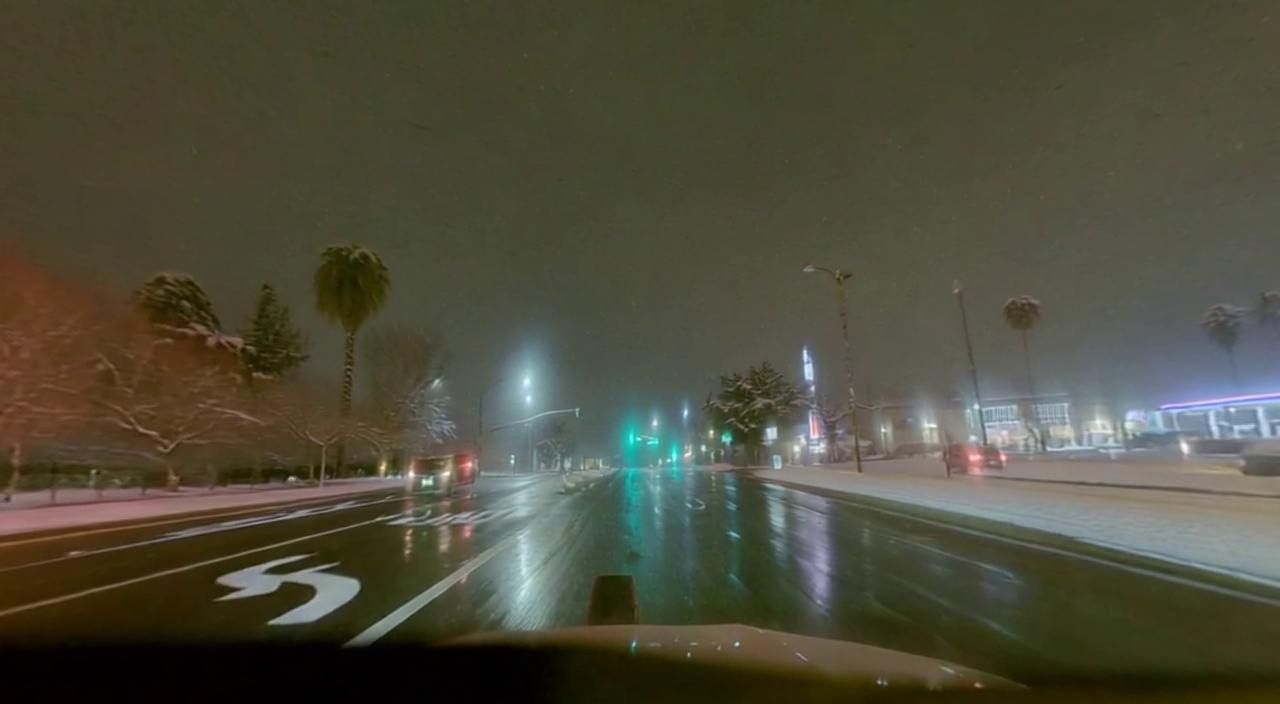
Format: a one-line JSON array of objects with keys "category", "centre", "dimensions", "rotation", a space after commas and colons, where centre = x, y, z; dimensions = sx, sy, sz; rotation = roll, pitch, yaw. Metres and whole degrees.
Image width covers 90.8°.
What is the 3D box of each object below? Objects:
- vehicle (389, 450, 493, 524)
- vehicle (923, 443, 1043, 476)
[{"category": "vehicle", "centre": [-4.998, 3.234, 15.875], "dimensions": [2.073, 1.525, 4.809], "rotation": [3, -9, -18]}, {"category": "vehicle", "centre": [16.279, 5.107, 30.168], "dimensions": [4.549, 1.492, 1.981], "rotation": [-1, -9, 3]}]
